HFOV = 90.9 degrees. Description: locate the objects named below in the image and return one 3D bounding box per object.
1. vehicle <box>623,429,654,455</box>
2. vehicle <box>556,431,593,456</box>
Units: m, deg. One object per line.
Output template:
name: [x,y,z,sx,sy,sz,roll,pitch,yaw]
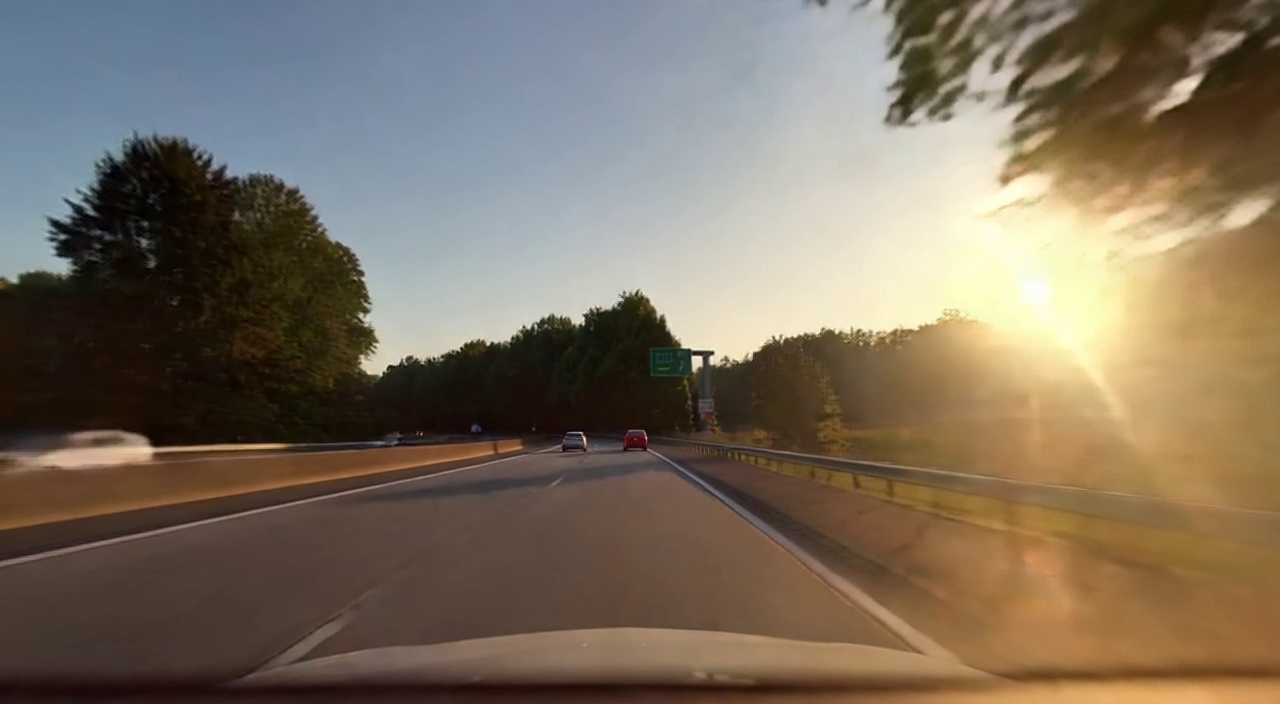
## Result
vehicle: [-0.129,6.555,45.890,2.170,1.790,4.490,0,-8,0]
vehicle: [-4.380,6.159,42.478,2.055,1.610,4.116,0,-8,0]
